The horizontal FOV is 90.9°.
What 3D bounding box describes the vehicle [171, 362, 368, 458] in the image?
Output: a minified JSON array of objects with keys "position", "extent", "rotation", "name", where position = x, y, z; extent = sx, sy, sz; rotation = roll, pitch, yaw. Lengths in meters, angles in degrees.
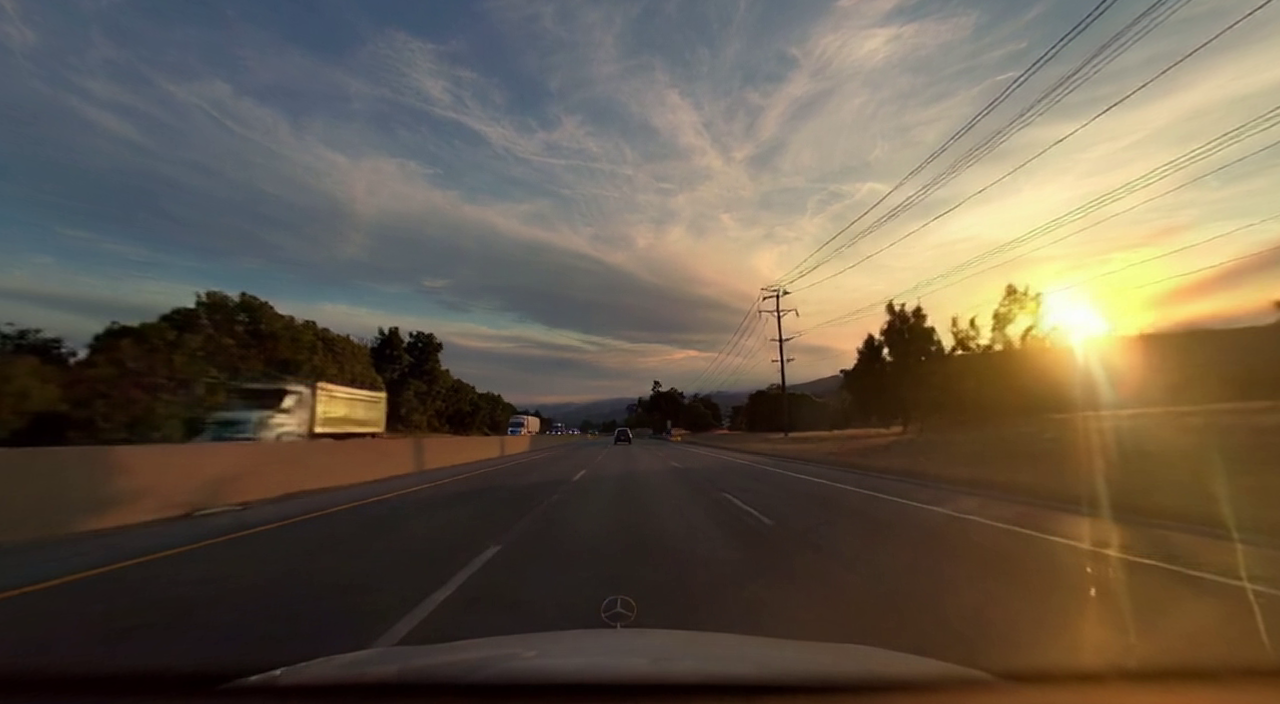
[{"position":[-12.834,2.241,22.818],"extent":[2.850,2.925,7.109],"rotation":[0,-8,-1],"name":"vehicle"}]
